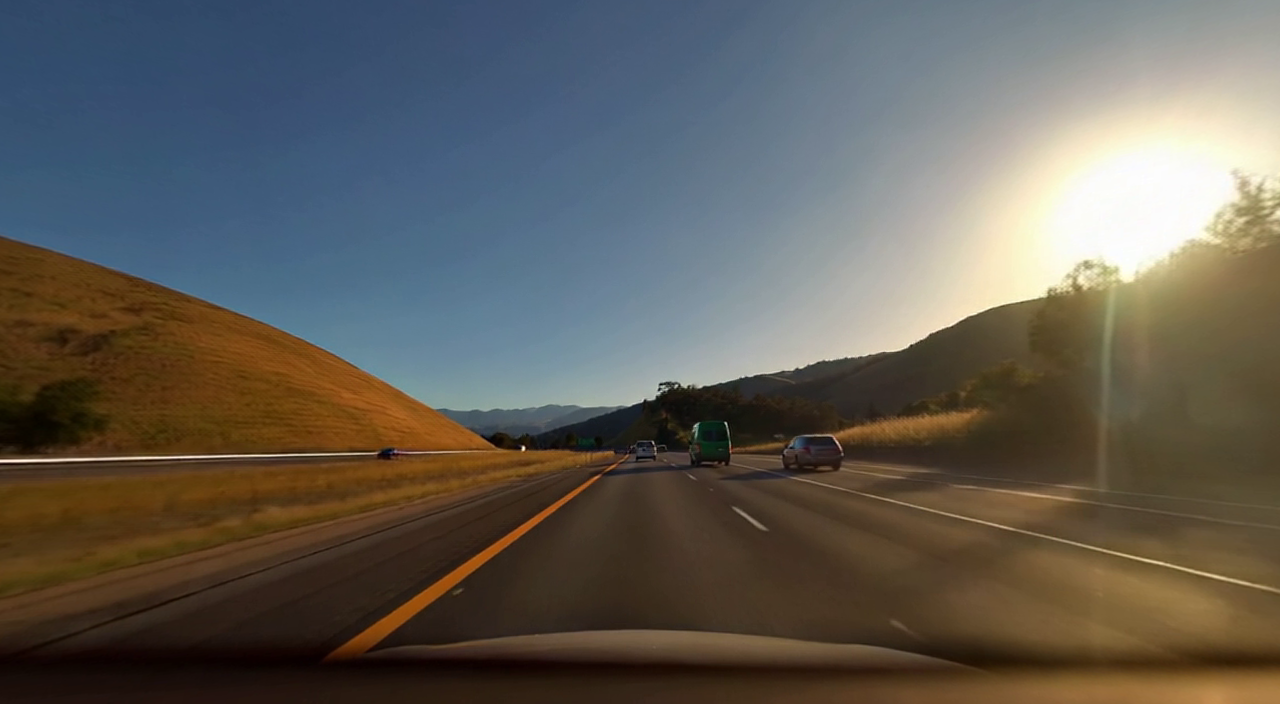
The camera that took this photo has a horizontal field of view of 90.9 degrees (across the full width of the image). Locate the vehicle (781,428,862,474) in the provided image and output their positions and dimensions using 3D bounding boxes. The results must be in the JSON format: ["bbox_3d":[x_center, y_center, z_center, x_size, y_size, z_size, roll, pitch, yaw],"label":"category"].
[{"bbox_3d":[8.188,4.534,29.019,2.240,1.925,4.854,0,-8,-1],"label":"vehicle"}]

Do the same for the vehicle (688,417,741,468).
[{"bbox_3d":[4.157,5.240,36.460,2.302,2.670,6.176,0,-8,0],"label":"vehicle"}]

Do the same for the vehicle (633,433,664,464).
[{"bbox_3d":[0.548,6.961,45.571,2.131,2.122,4.473,0,-8,0],"label":"vehicle"}]
